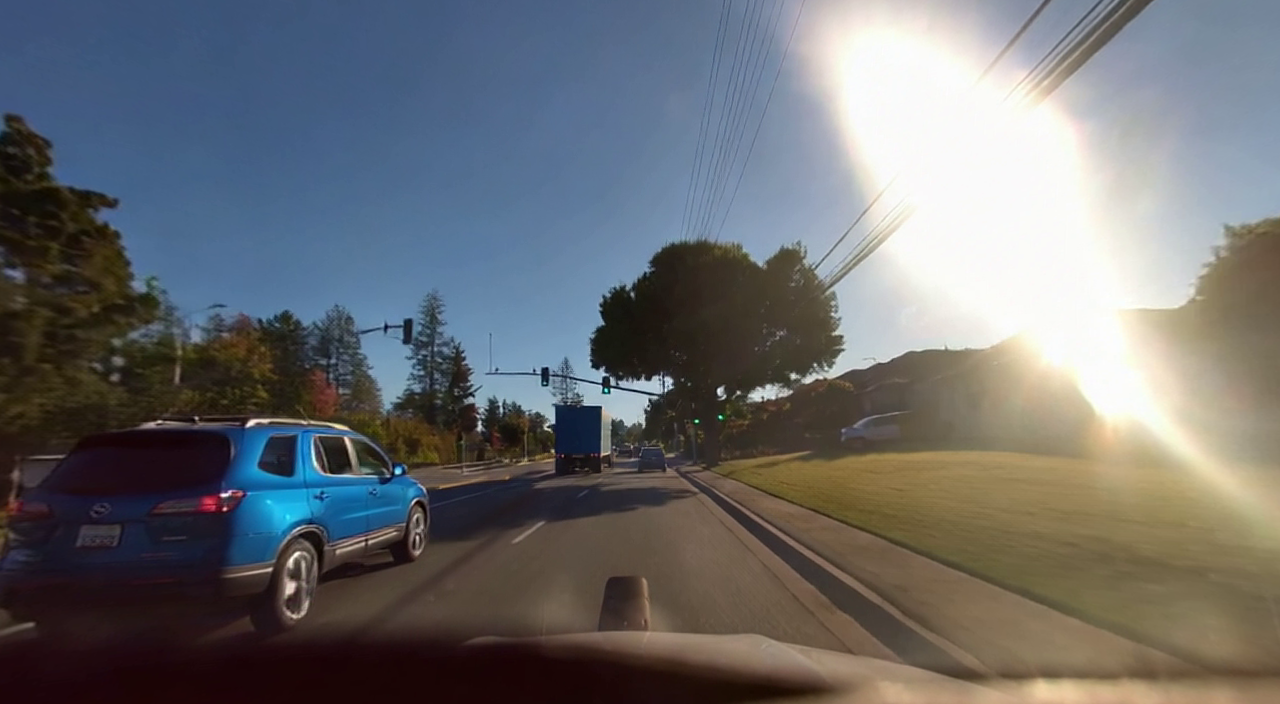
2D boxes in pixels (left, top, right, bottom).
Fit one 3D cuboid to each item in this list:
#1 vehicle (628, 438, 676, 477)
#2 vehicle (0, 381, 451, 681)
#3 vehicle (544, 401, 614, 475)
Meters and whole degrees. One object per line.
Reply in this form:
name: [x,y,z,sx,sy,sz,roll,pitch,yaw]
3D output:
vehicle: [0.562,5.040,30.339,2.174,1.749,4.113,0,-9,1]
vehicle: [-3.676,1.437,6.221,2.093,1.832,4.508,-1,-9,2]
vehicle: [-3.252,4.986,36.104,2.928,3.658,8.980,0,-9,1]
